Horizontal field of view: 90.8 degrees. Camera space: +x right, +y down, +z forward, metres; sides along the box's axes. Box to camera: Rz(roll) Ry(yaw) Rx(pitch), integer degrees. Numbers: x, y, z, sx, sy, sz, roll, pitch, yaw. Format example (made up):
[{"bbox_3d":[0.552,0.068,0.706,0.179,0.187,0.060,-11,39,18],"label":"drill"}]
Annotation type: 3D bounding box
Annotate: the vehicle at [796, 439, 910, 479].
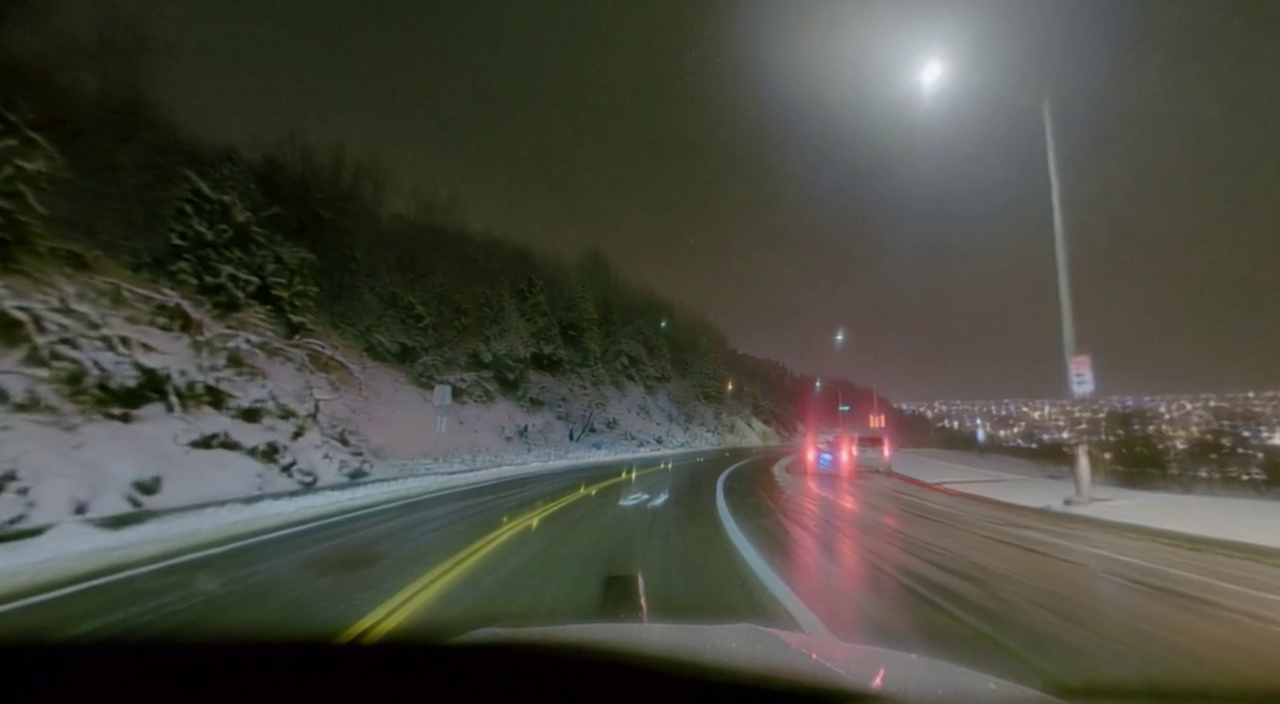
[{"bbox_3d":[9.435,4.666,27.867,4.963,1.585,2.155,6,-8,-33],"label":"vehicle"}]
